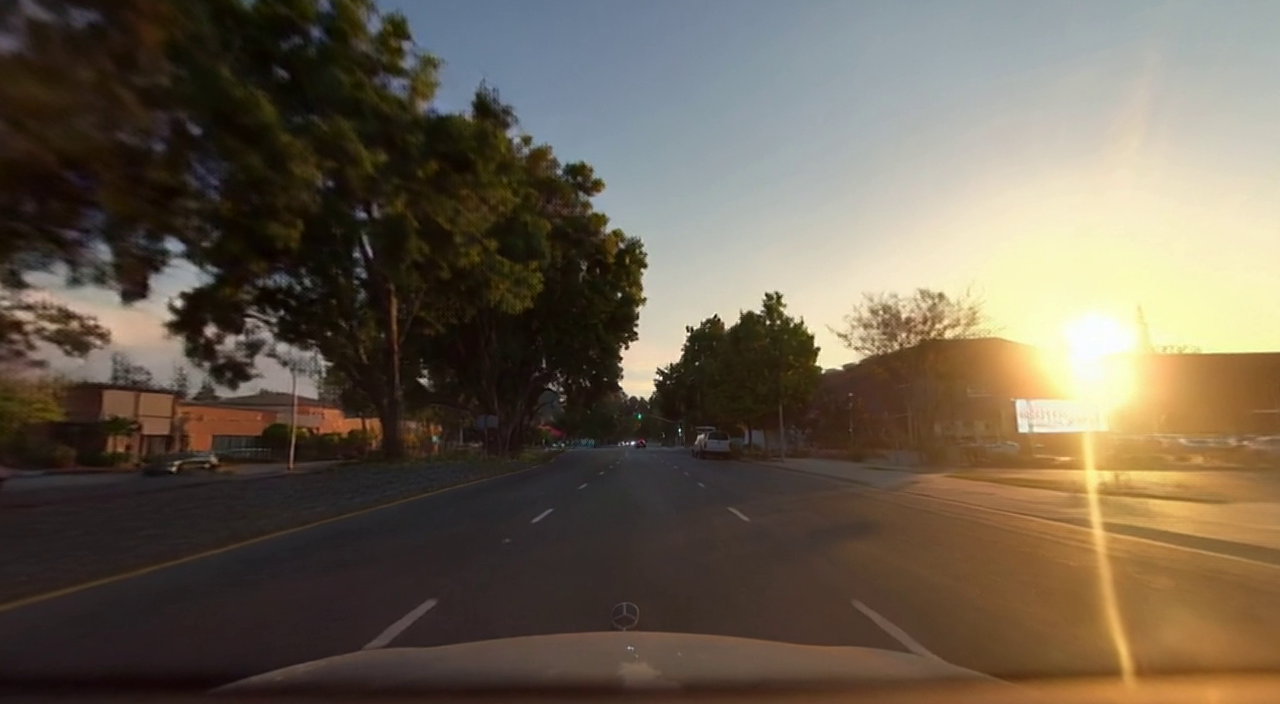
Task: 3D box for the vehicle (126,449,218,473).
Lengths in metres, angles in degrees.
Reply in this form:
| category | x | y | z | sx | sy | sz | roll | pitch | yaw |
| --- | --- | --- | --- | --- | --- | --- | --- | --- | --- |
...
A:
| category | x | y | z | sx | sy | sz | roll | pitch | yaw |
| --- | --- | --- | --- | --- | --- | --- | --- | --- | --- |
| vehicle | -30.296 | 7.062 | 40.948 | 4.341 | 1.465 | 2.304 | -2 | -8 | 9 |

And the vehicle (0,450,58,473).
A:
| category | x | y | z | sx | sy | sz | roll | pitch | yaw |
| --- | --- | --- | --- | --- | --- | --- | --- | --- | --- |
| vehicle | -42.573 | 7.481 | 43.133 | 4.279 | 1.456 | 1.874 | -2 | -8 | 12 |
